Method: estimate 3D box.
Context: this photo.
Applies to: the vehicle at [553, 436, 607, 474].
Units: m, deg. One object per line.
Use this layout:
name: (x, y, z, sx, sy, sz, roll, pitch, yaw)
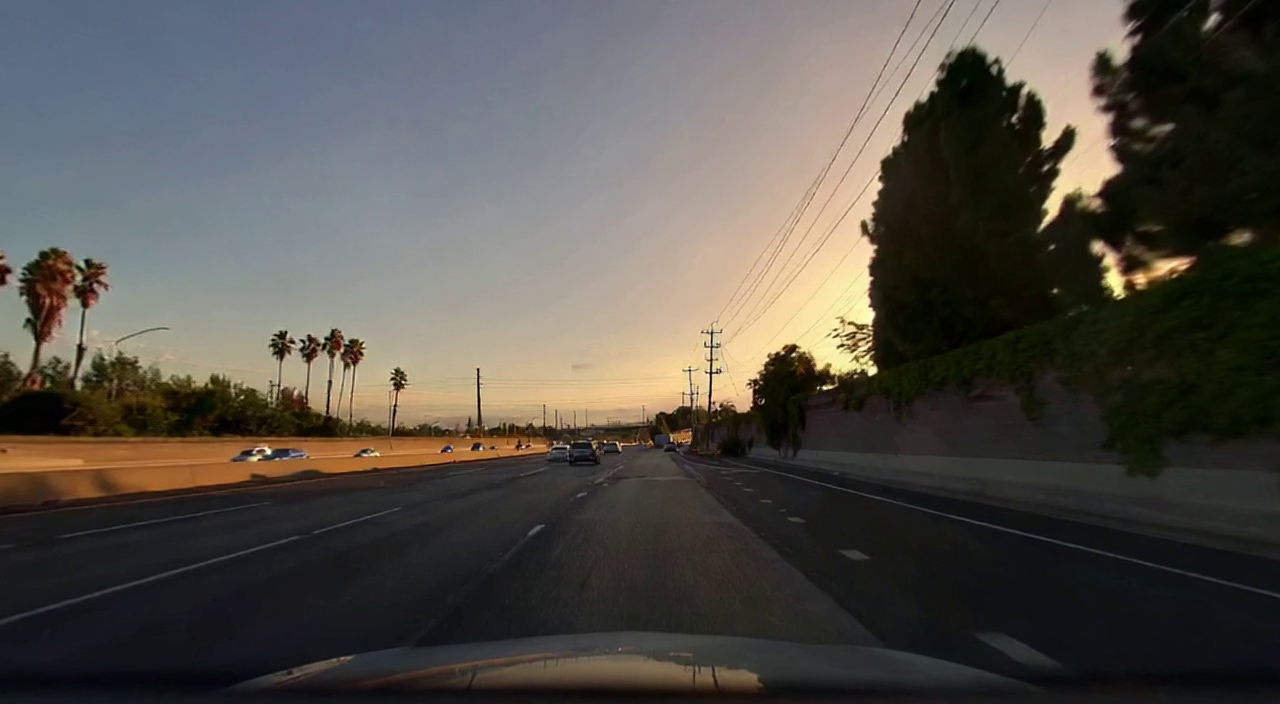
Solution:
vehicle: (-2.699, 4.747, 29.334, 2.029, 1.609, 3.935, 0, -8, 2)
